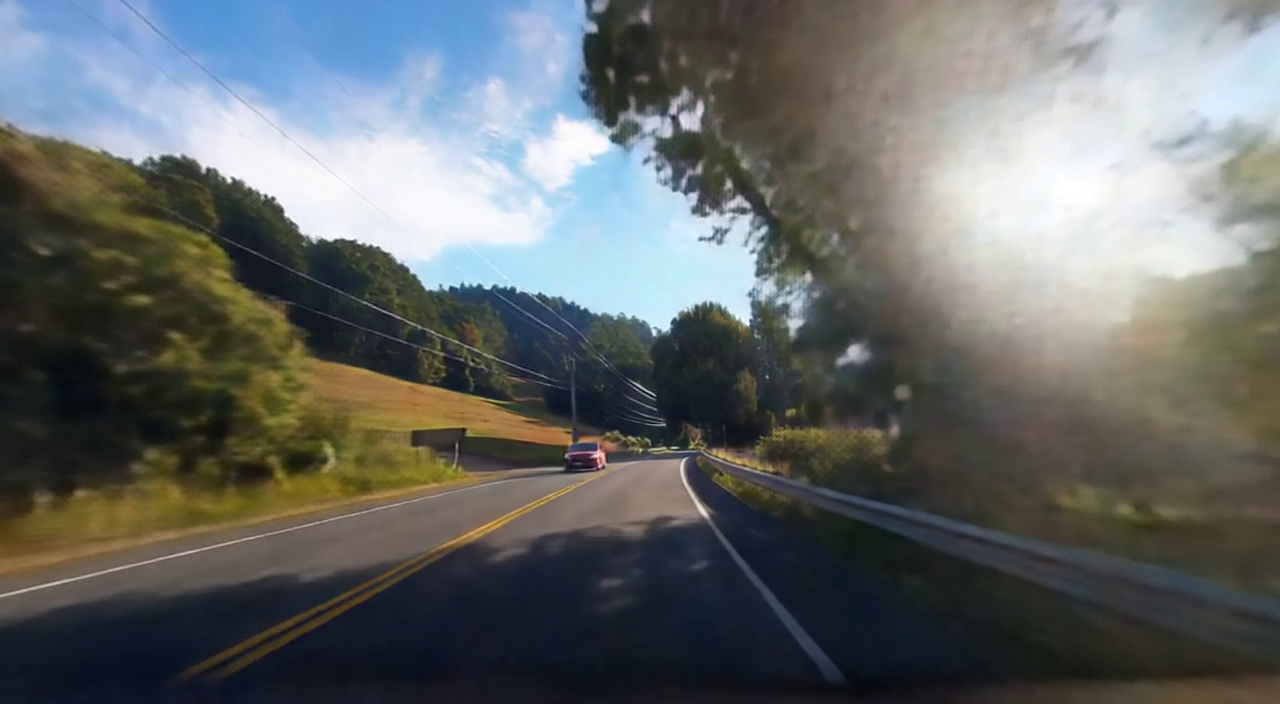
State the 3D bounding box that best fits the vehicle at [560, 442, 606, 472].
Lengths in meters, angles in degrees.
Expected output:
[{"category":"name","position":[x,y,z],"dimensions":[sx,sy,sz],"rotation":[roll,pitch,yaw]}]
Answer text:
[{"category":"vehicle","position":[-3.366,6.276,38.035],"dimensions":[2.103,1.679,4.081],"rotation":[-1,-9,4]}]
